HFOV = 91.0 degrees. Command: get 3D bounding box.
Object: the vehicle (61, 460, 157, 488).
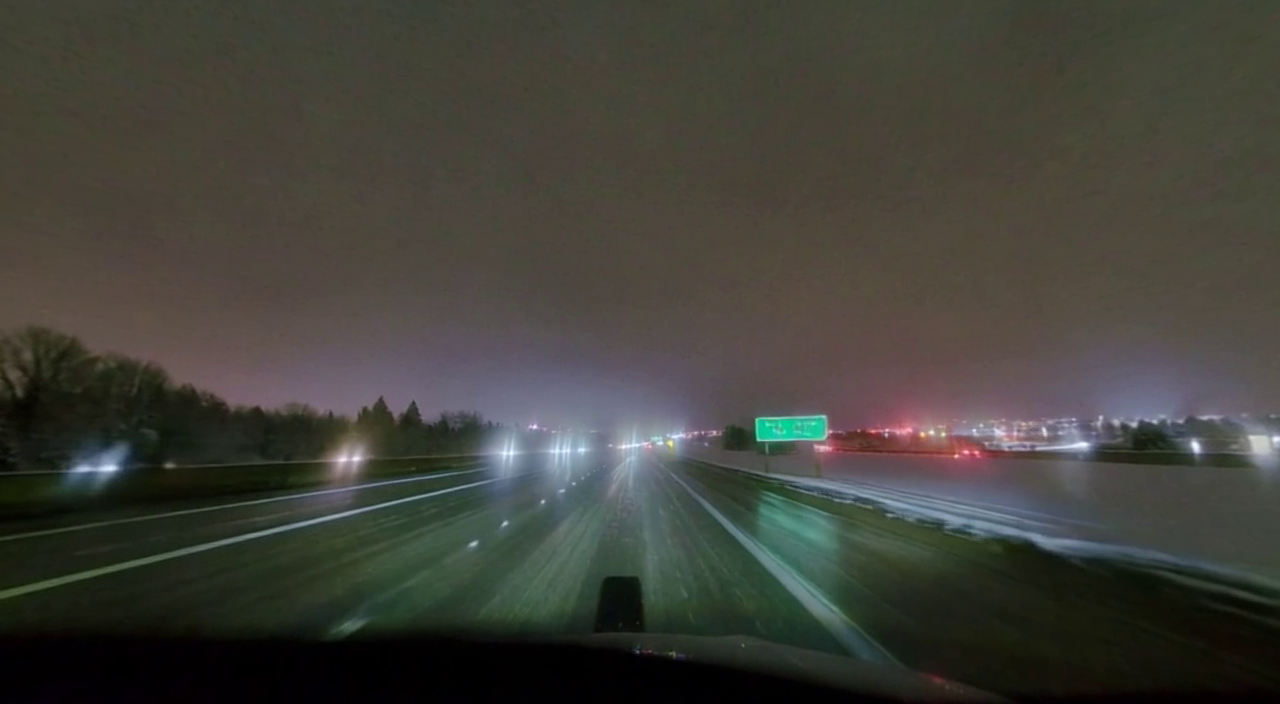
[{"bbox_3d":[-31.638,7.262,37.716,1.861,1.439,4.457,0,-9,1],"label":"vehicle"}]
